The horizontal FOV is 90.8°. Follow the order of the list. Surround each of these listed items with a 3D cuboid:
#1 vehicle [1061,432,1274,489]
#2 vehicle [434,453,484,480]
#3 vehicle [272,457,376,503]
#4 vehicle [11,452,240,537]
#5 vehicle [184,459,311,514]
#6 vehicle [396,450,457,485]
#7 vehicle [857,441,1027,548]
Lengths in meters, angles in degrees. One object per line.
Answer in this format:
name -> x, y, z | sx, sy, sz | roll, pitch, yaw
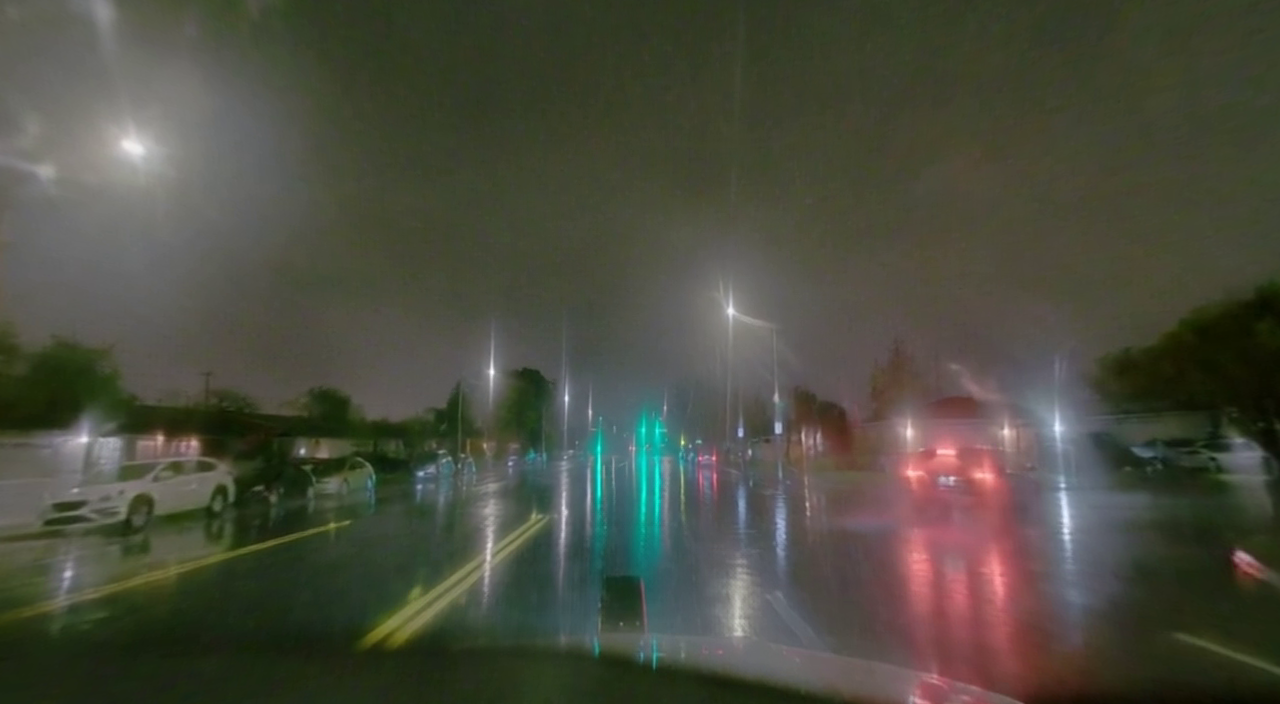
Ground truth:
vehicle -> 18.195, 3.768, 22.047 | 5.369, 1.857, 2.174 | 0, -9, 1
vehicle -> -11.898, 7.505, 41.778 | 1.872, 1.472, 4.719 | -4, -9, 0
vehicle -> -12.264, 4.952, 24.908 | 1.795, 1.472, 4.601 | -3, -9, -1
vehicle -> -12.353, 3.384, 15.652 | 1.938, 1.754, 4.315 | 0, -9, 1
vehicle -> -12.373, 4.234, 20.244 | 1.676, 1.496, 3.804 | 0, -9, -1
vehicle -> -12.425, 6.694, 36.986 | 1.988, 1.741, 4.379 | -5, -9, 0
vehicle -> 5.537, 2.349, 11.248 | 2.022, 1.471, 4.432 | -6, -10, 33
